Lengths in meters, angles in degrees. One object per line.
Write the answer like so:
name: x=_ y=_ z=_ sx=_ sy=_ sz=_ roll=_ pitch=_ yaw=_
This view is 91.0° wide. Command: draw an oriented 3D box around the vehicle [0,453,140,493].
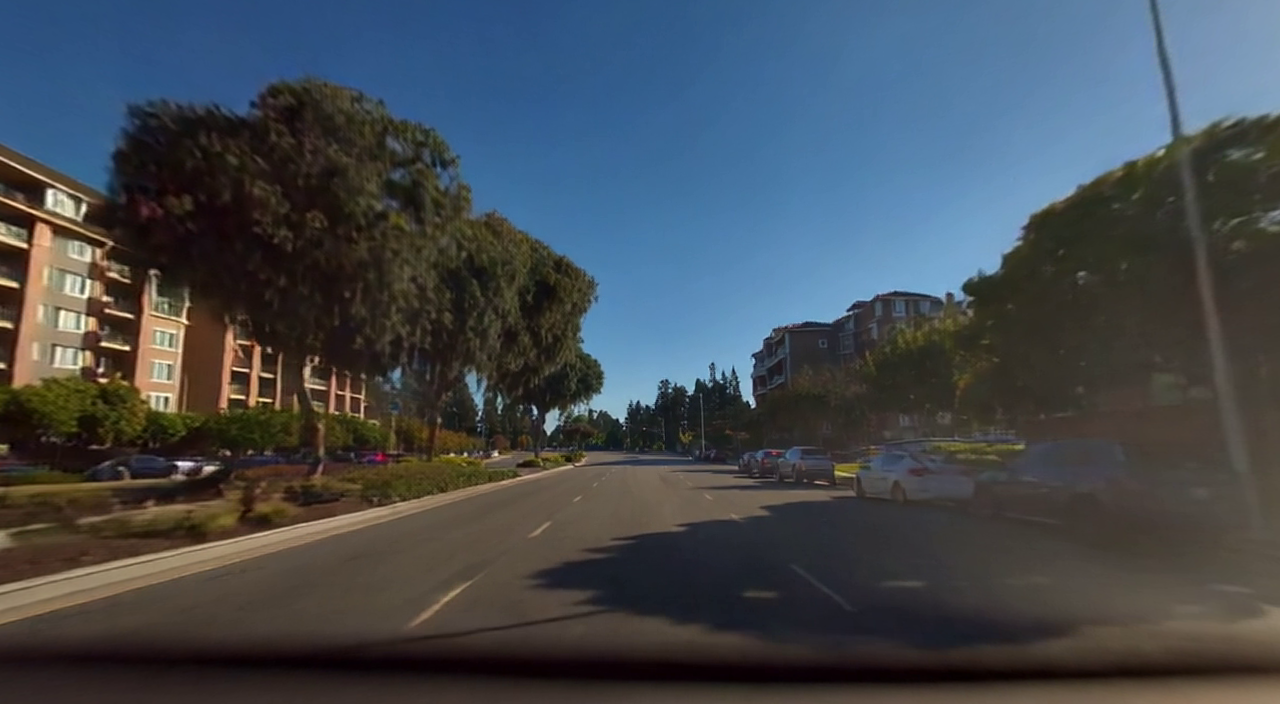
vehicle: x=-25.298 y=5.326 z=28.082 sx=1.909 sy=1.579 sz=4.744 roll=-1 pitch=-9 yaw=3

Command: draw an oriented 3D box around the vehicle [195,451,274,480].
vehicle: x=-25.766 y=7.206 z=40.179 sx=1.996 sy=1.650 sz=4.382 roll=0 pitch=-9 yaw=2

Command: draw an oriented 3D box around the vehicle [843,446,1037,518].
vehicle: x=7.035 y=3.068 z=15.490 sx=2.145 sy=1.470 sz=4.693 roll=1 pitch=-9 yaw=-5

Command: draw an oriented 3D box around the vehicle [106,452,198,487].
vehicle: x=-25.828 y=6.201 z=33.509 sx=1.730 sy=1.734 sz=4.001 roll=0 pitch=-9 yaw=-1

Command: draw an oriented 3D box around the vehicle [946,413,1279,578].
vehicle: x=7.084 y=2.016 z=9.723 sx=2.241 sy=1.877 sz=4.810 roll=0 pitch=-9 yaw=0

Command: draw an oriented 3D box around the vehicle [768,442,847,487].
vehicle: x=6.801 y=4.607 z=26.087 sx=2.078 sy=1.699 sz=4.292 roll=0 pitch=-9 yaw=-1

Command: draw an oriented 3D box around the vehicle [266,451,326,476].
vehicle: x=-25.557 y=8.270 z=46.916 sx=1.945 sy=1.694 sz=4.329 roll=0 pitch=-9 yaw=0
